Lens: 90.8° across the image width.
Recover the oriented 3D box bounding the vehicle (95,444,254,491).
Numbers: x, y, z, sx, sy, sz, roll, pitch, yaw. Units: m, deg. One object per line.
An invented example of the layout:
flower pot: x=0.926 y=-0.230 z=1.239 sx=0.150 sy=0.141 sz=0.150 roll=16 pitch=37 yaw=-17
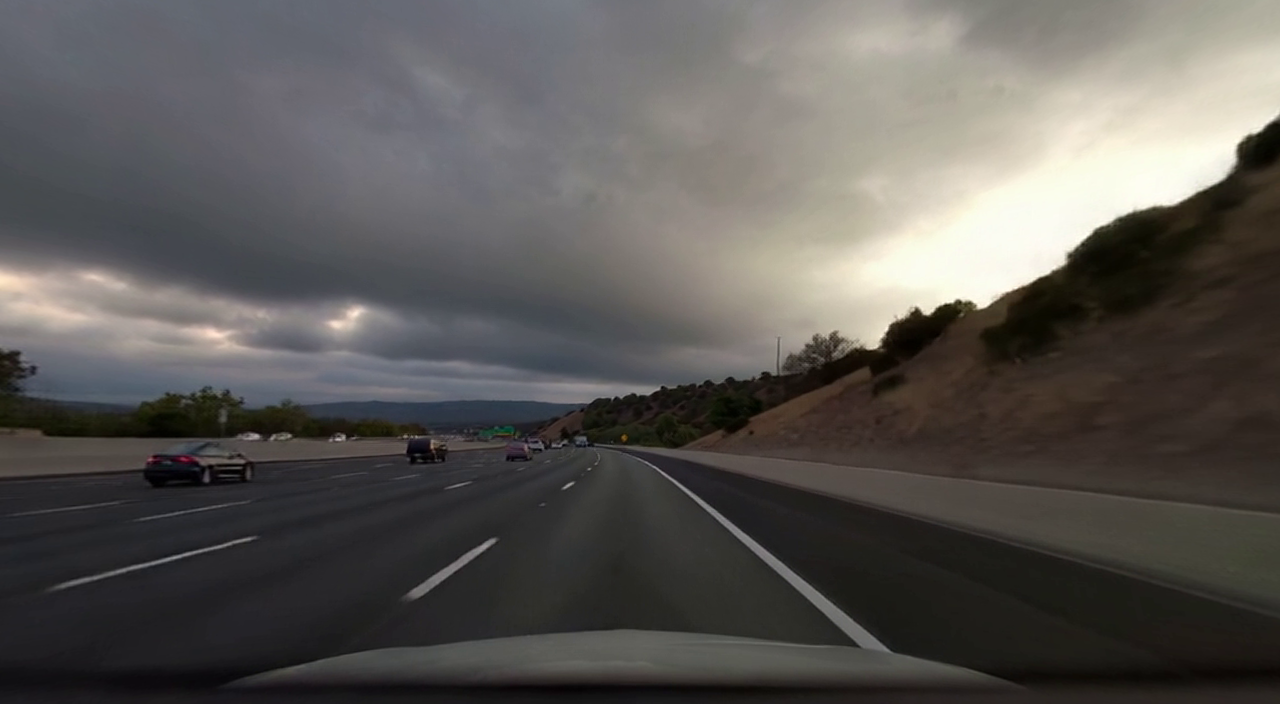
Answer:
vehicle: x=-15.531 y=3.842 z=21.472 sx=1.955 sy=1.429 sz=4.575 roll=0 pitch=-8 yaw=-1

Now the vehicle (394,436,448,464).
vehicle: x=-16.107 y=7.216 z=46.757 sx=2.240 sy=1.953 sz=5.452 roll=0 pitch=-8 yaw=-2

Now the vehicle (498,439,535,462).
vehicle: x=-9.563 y=7.636 z=49.138 sx=2.104 sy=1.715 sz=4.319 roll=0 pitch=-8 yaw=-2
